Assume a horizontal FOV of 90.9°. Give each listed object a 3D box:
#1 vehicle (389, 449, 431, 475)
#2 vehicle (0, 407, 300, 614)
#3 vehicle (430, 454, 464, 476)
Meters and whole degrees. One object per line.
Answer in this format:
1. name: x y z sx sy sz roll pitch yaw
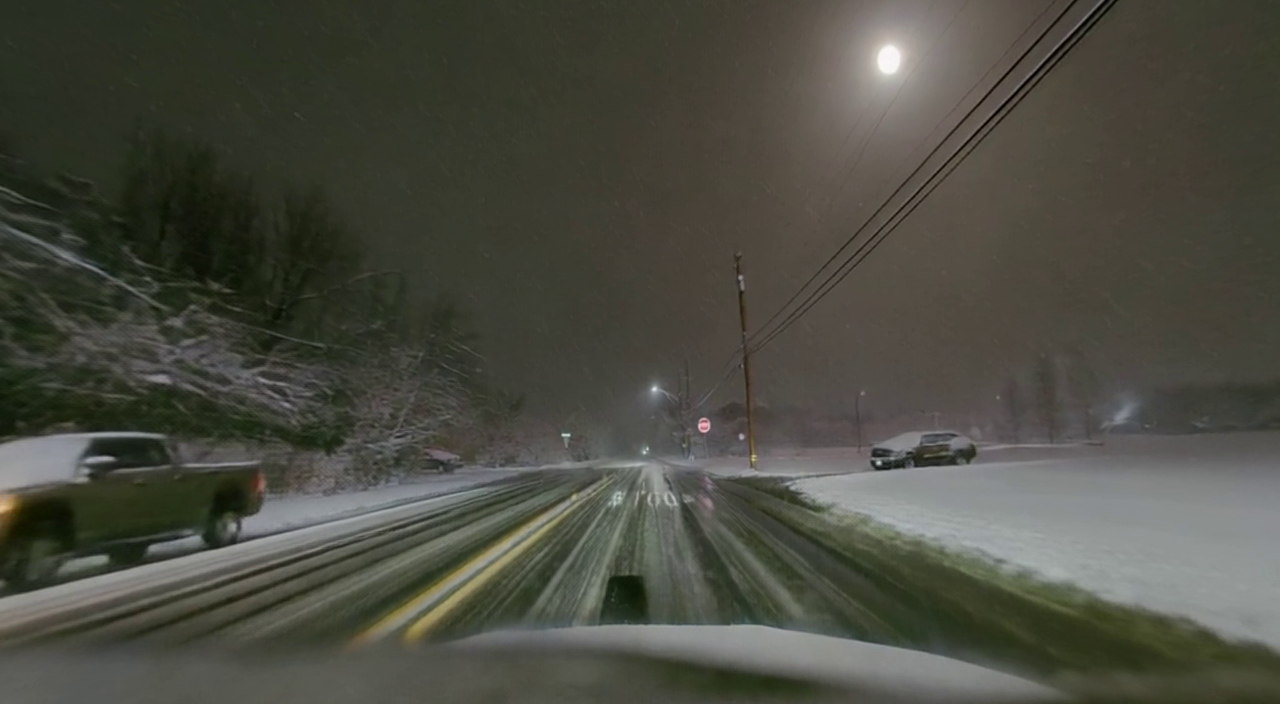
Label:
1. vehicle: -17.593 8.452 48.360 1.849 1.831 3.980 -1 -11 -4
2. vehicle: -6.429 1.825 7.778 1.992 1.797 4.372 -3 -10 0
3. vehicle: -14.392 8.405 47.197 1.739 1.539 3.548 1 -9 -6
